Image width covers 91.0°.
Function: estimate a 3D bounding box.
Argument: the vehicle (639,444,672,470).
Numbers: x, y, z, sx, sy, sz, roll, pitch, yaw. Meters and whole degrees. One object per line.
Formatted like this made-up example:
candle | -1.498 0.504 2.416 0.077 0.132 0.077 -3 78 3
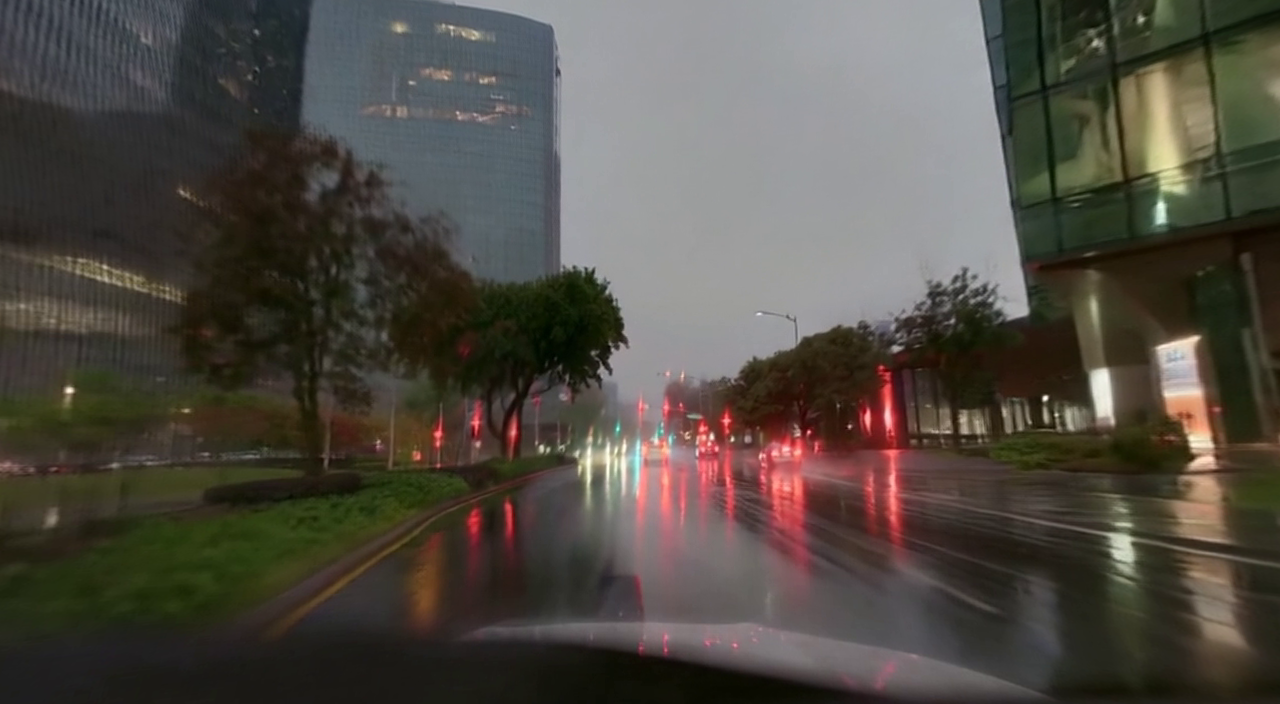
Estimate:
vehicle | 1.018 6.916 41.710 2.092 1.660 4.319 0 -8 1
